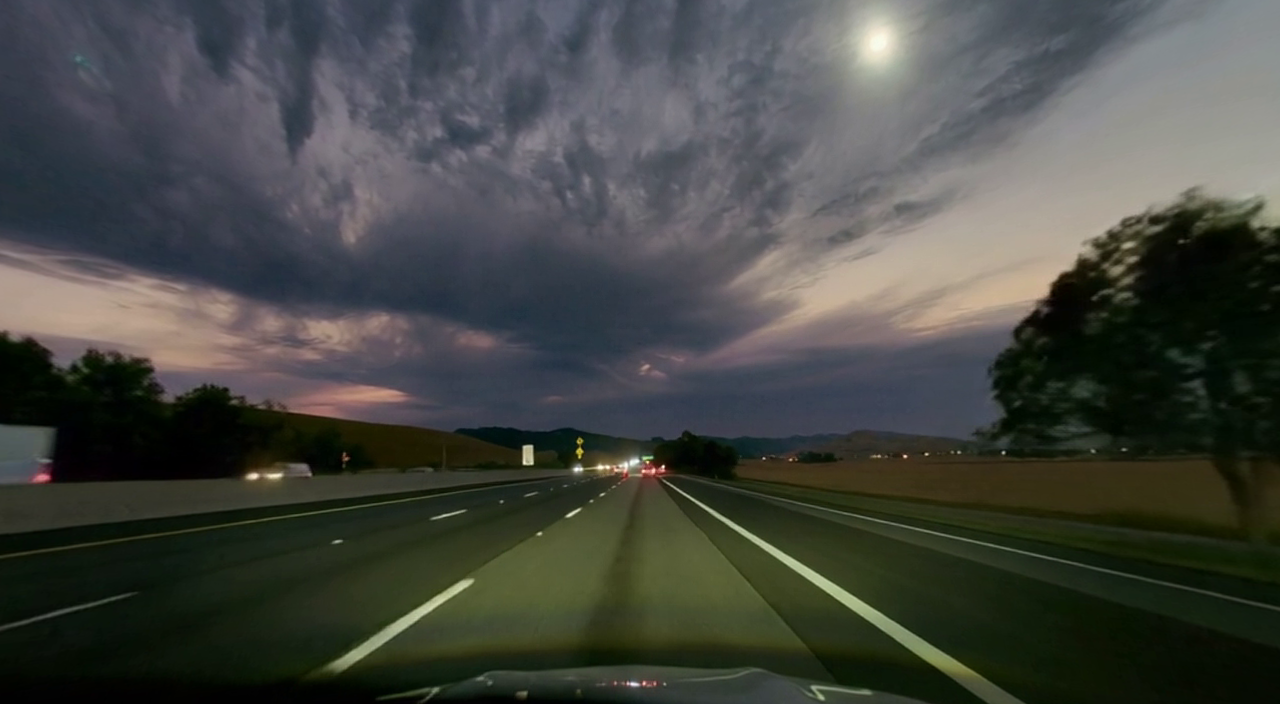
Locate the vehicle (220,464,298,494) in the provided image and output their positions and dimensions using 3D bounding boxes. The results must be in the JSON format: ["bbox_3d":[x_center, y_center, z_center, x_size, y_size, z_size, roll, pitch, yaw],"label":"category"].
[{"bbox_3d":[-22.123,7.408,36.802,1.817,1.600,4.132,1,-10,1],"label":"vehicle"}]
